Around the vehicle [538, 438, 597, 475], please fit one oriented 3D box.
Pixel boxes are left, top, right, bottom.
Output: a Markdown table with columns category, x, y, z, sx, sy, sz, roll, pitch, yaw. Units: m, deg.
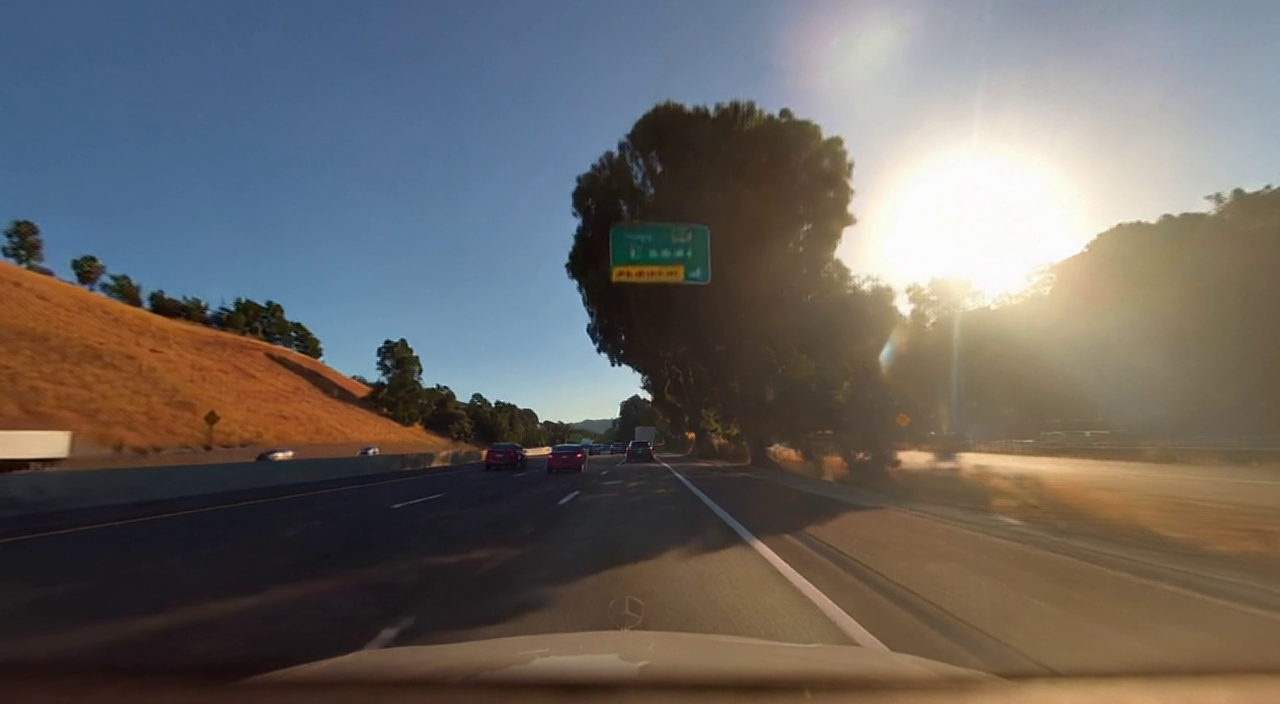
| category | x | y | z | sx | sy | sz | roll | pitch | yaw |
| --- | --- | --- | --- | --- | --- | --- | --- | --- | --- |
| vehicle | -3.300 | 4.931 | 29.943 | 2.139 | 1.589 | 5.102 | 0 | -8 | 1 |

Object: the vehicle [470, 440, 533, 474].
| category | x | y | z | sx | sy | sz | roll | pitch | yaw |
| --- | --- | --- | --- | --- | --- | --- | --- | --- | --- |
| vehicle | -6.807 | 5.208 | 31.477 | 2.009 | 1.519 | 4.697 | 0 | -8 | 1 |

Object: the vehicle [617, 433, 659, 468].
| category | x | y | z | sx | sy | sz | roll | pitch | yaw |
| --- | --- | --- | --- | --- | --- | --- | --- | --- | --- |
| vehicle | -0.083 | 5.800 | 37.402 | 2.309 | 1.915 | 5.130 | 0 | -8 | 0 |
